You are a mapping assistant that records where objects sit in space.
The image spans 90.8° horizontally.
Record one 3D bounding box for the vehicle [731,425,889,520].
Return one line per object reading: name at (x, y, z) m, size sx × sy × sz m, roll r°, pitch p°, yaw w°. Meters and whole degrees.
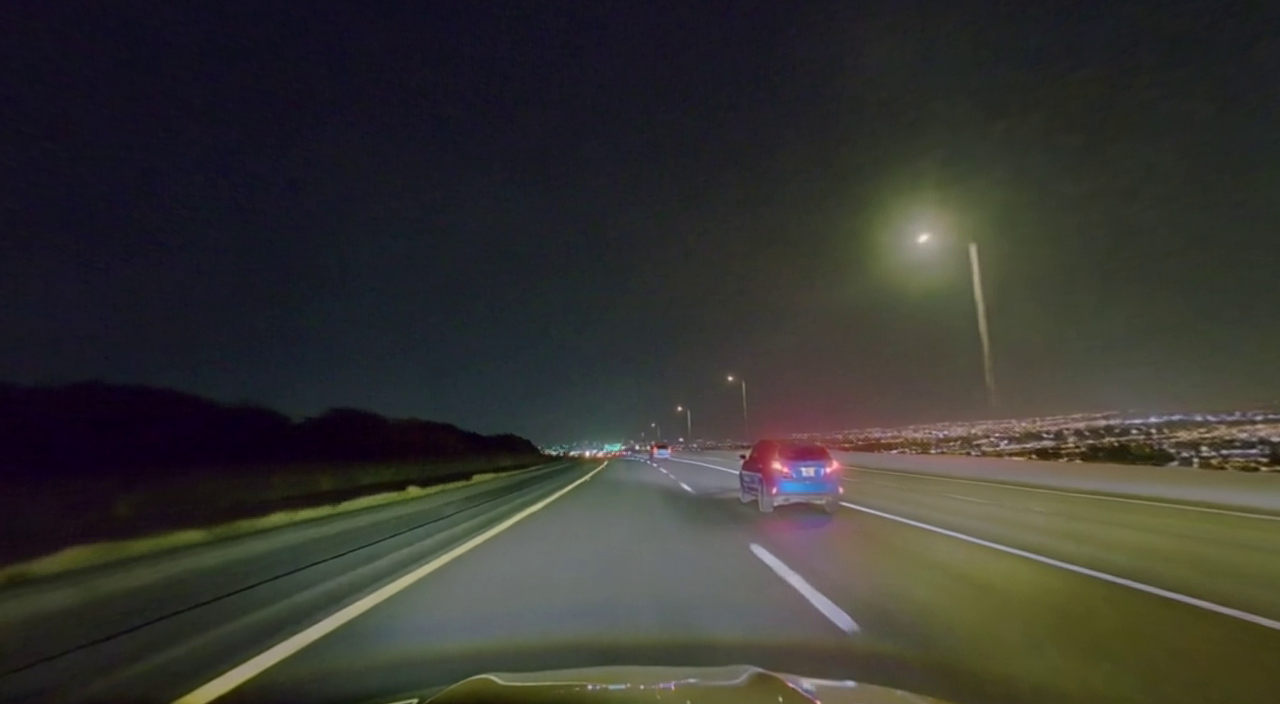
vehicle at (3.567, 2.638, 14.415) m, size 2.141 × 1.785 × 4.778 m, roll 0°, pitch -8°, yaw -2°
